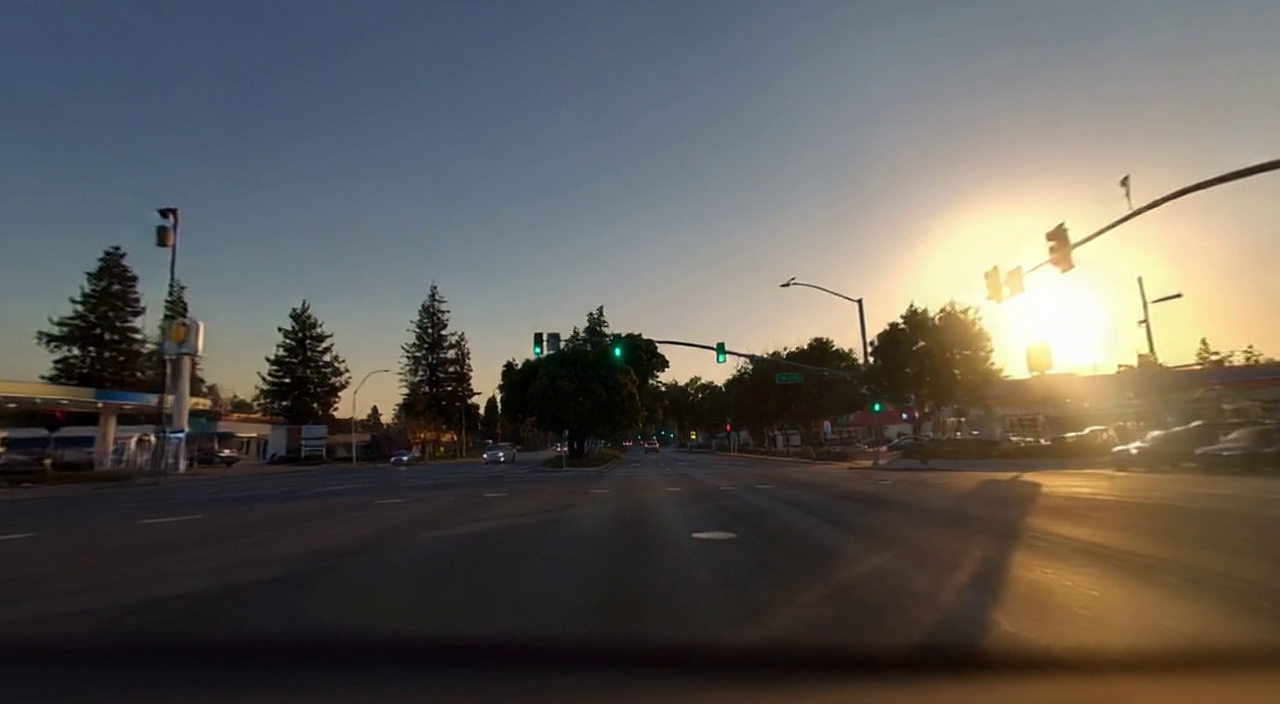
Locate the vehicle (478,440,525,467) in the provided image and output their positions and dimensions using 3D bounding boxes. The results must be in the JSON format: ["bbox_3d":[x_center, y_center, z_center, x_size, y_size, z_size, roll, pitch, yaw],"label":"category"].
[{"bbox_3d":[-8.572,6.318,39.323,1.913,1.478,4.312,-4,-9,0],"label":"vehicle"}]

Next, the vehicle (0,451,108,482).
[{"bbox_3d":[-38.898,7.475,41.496,5.871,1.874,2.157,7,-11,-39],"label":"vehicle"}]

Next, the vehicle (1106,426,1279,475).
[{"bbox_3d":[18.329,3.203,20.619,4.533,1.485,1.916,-3,-9,19],"label":"vehicle"}]
